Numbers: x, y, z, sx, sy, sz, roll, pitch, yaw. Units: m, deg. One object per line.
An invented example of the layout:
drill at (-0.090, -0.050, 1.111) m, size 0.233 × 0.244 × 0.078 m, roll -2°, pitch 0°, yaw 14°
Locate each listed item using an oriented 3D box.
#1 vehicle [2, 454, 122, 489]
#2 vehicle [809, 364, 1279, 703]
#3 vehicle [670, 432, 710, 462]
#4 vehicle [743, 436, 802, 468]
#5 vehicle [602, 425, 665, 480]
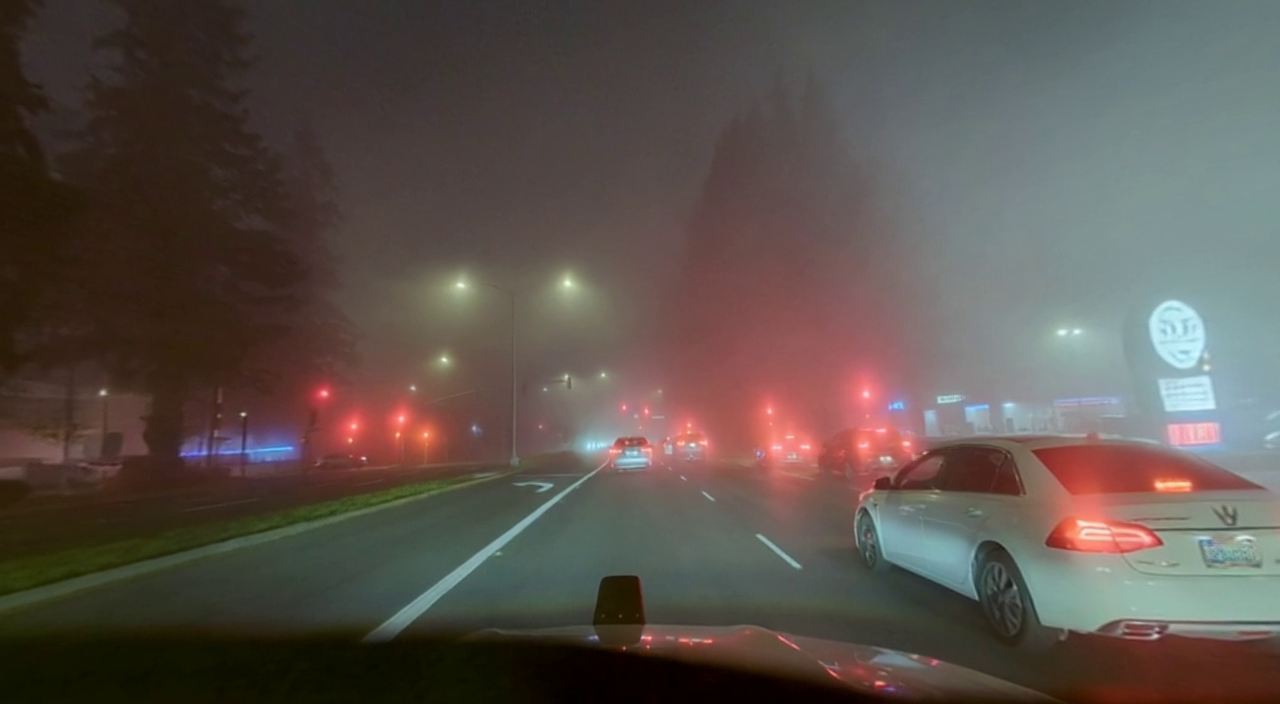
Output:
vehicle at (-30.247, 6.242, 33.150) m, size 4.228 × 1.680 × 2.024 m, roll 0°, pitch -9°, yaw 1°
vehicle at (3.155, 1.213, 5.264) m, size 2.153 × 1.658 × 4.485 m, roll 0°, pitch -8°, yaw -1°
vehicle at (3.078, 5.981, 39.656) m, size 2.000 × 1.745 × 4.206 m, roll 0°, pitch -8°, yaw -2°
vehicle at (6.340, 4.860, 30.811) m, size 1.883 × 1.452 × 4.258 m, roll 0°, pitch -8°, yaw -1°
vehicle at (-0.250, 3.683, 23.286) m, size 2.106 × 1.798 × 4.168 m, roll 0°, pitch -8°, yaw -1°
